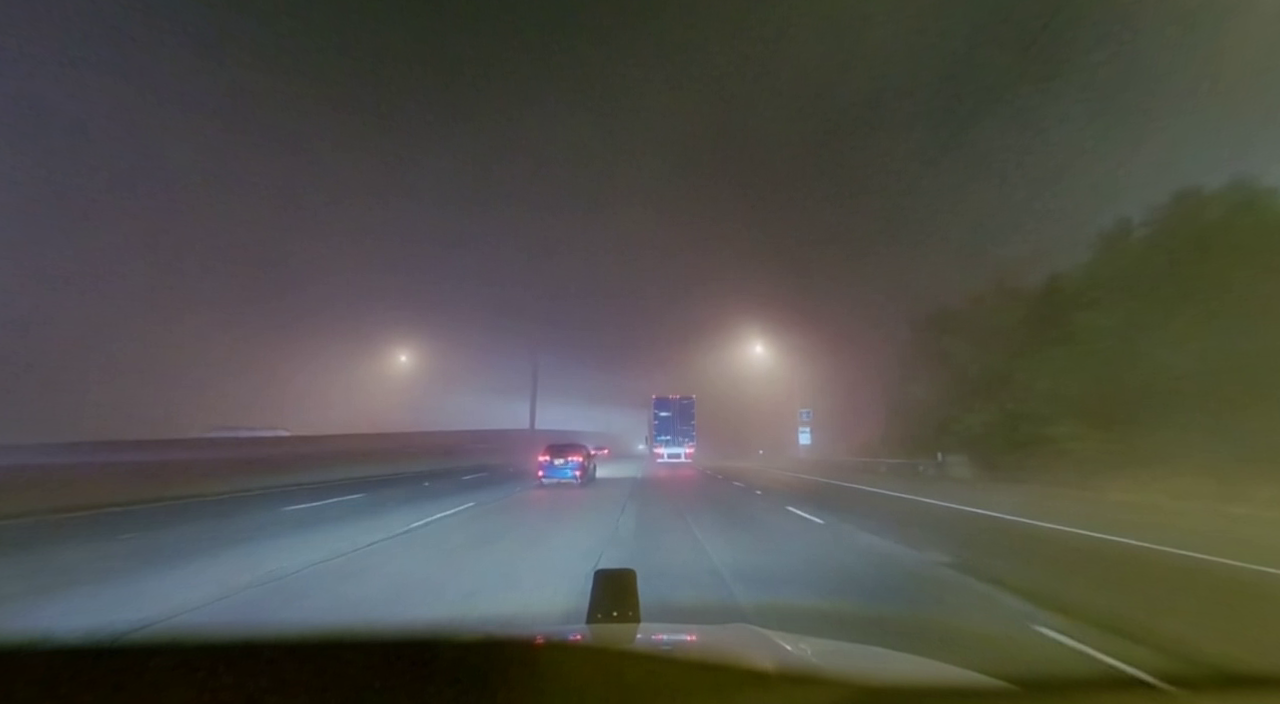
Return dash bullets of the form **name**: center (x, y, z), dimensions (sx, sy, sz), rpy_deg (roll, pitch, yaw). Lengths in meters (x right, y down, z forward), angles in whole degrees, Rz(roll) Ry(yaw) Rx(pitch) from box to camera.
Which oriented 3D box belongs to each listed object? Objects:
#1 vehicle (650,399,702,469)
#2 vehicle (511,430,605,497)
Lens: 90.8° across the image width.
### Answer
- **vehicle**: center (2.208, 5.509, 41.826), dimensions (2.964, 4.063, 10.072), rpy_deg (0, -9, 1)
- **vehicle**: center (-2.241, 3.228, 18.653), dimensions (2.077, 1.716, 4.514), rpy_deg (0, -9, 1)
